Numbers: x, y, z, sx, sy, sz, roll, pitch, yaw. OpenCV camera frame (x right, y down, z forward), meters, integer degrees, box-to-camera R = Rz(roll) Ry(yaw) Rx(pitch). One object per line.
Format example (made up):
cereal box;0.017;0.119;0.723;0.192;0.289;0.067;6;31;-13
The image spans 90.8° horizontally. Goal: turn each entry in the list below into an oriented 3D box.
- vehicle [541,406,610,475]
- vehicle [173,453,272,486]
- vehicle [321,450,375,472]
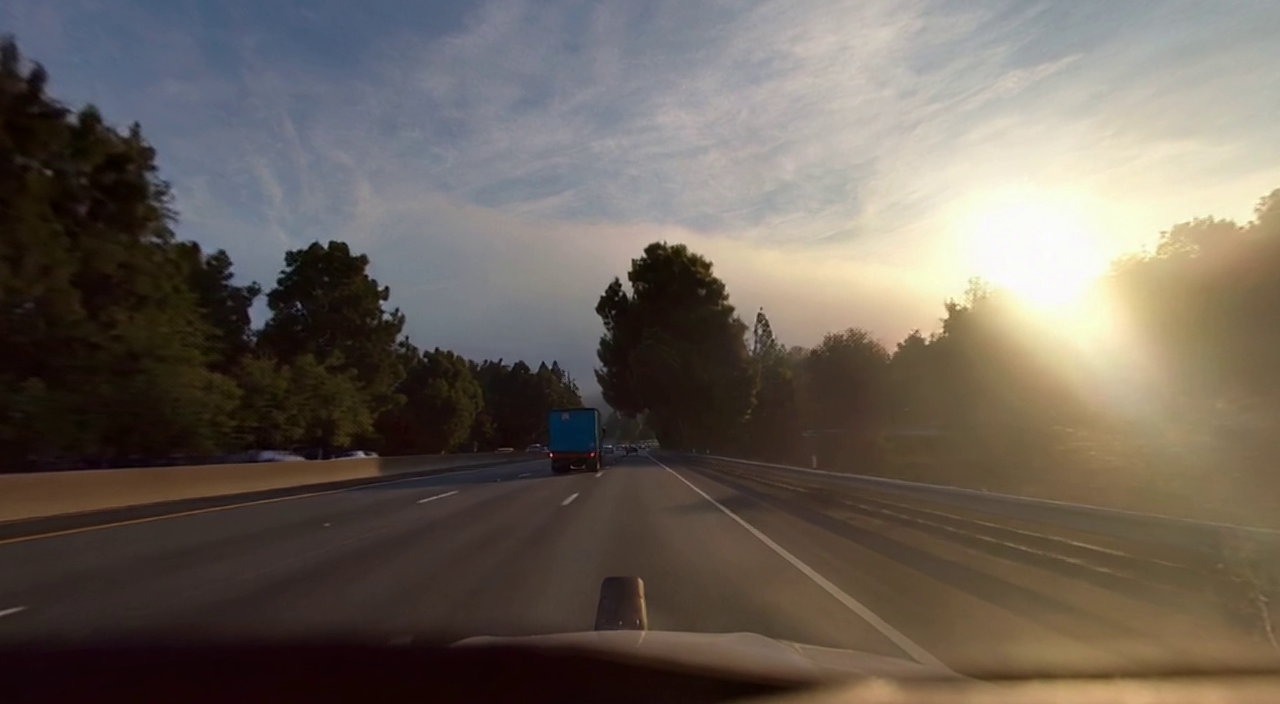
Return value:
vehicle;-3.321;4.890;34.679;2.874;3.309;8.208;0;-9;0
vehicle;-21.297;5.983;32.463;1.930;1.474;4.576;-1;-9;0
vehicle;-21.333;7.974;46.349;1.915;1.525;4.408;0;-9;0
